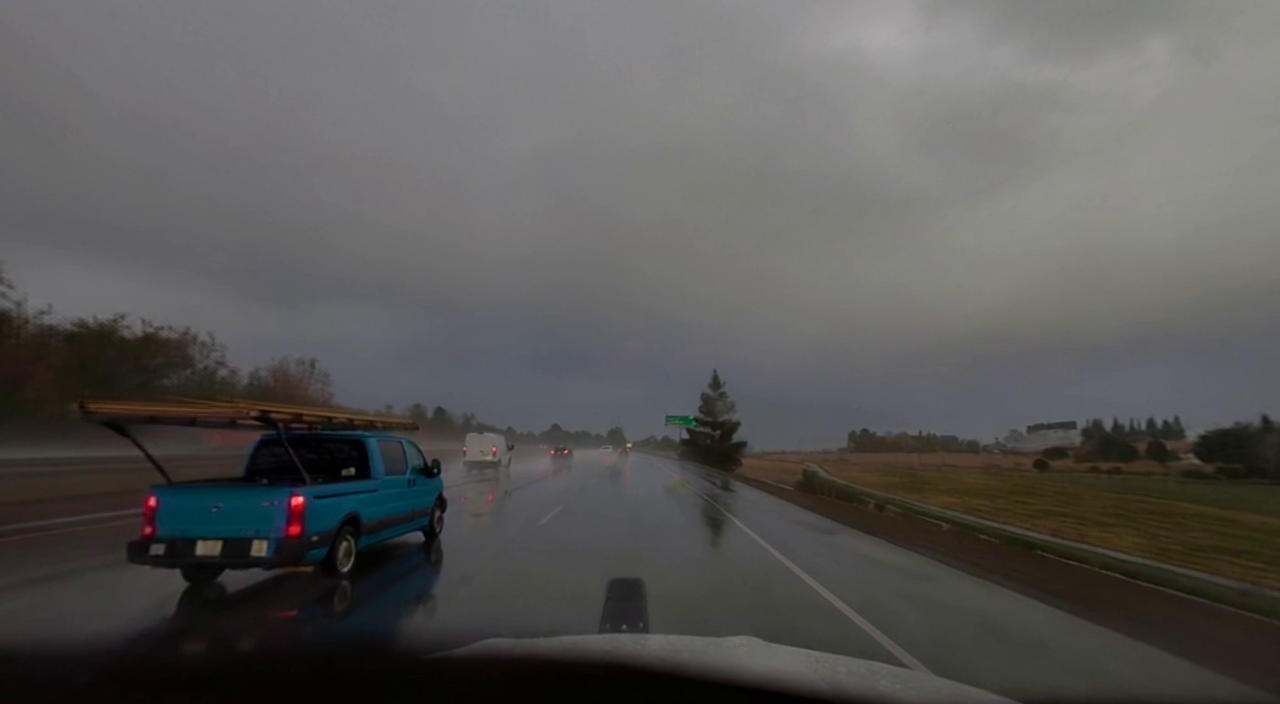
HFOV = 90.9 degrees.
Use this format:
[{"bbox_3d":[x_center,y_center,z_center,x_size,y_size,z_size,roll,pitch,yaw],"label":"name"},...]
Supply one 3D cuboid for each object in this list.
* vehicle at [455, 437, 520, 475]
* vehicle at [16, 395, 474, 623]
[{"bbox_3d":[-7.499,5.157,31.509,2.093,1.752,4.771,0,-9,0],"label":"vehicle"},{"bbox_3d":[-3.587,1.532,7.183,2.040,1.679,4.865,0,-9,0],"label":"vehicle"}]
